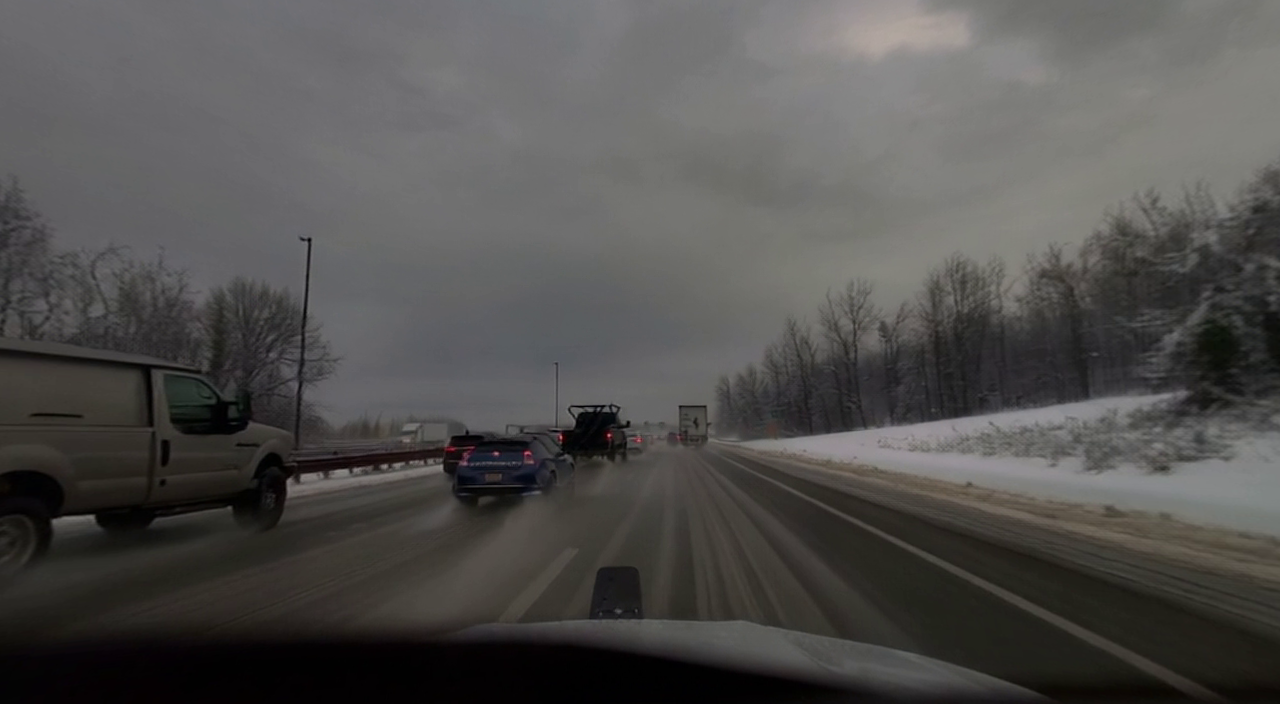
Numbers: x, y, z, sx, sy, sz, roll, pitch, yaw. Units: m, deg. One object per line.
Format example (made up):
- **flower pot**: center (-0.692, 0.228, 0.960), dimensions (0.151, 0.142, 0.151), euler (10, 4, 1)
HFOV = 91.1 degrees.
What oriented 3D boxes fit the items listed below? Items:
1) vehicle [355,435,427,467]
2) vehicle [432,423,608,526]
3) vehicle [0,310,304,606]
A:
- **vehicle**: center (-13.204, 5.264, 33.631), dimensions (1.891, 1.586, 4.248), euler (-1, -8, 3)
- **vehicle**: center (-1.880, 2.073, 11.348), dimensions (2.089, 1.485, 4.153), euler (-1, -8, 4)
- **vehicle**: center (-6.462, 1.073, 6.643), dimensions (2.386, 2.435, 5.831), euler (0, -8, 2)
